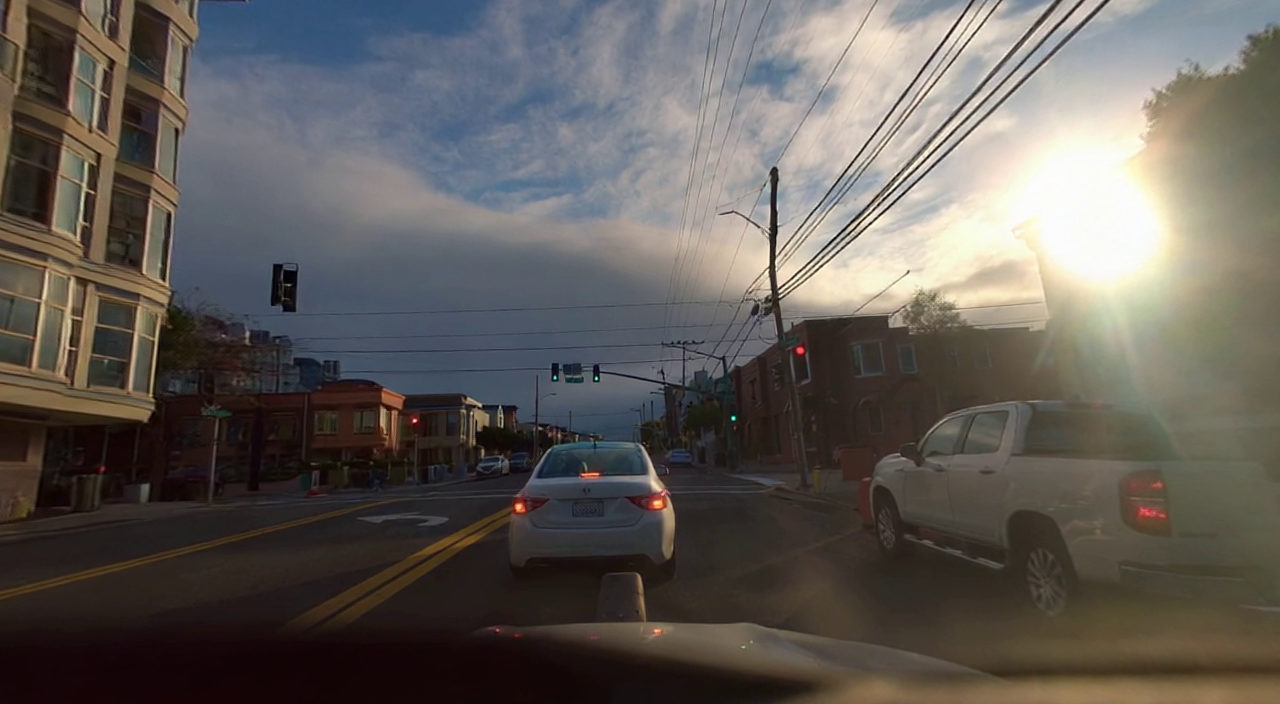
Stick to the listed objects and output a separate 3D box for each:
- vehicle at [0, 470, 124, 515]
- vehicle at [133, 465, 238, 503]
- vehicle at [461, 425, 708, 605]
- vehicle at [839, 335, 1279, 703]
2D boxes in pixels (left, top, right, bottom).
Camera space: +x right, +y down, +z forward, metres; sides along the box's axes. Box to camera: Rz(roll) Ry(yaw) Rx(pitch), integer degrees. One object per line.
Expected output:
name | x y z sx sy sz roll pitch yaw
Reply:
vehicle | -24.765 6.000 27.002 3.891 1.538 1.698 -5 -11 0
vehicle | -25.350 7.378 35.351 4.337 1.739 1.981 -5 -11 1
vehicle | -0.479 1.649 7.314 2.019 1.453 4.129 0 -8 -1
vehicle | 3.826 1.235 5.914 2.248 1.945 5.011 0 -8 0
